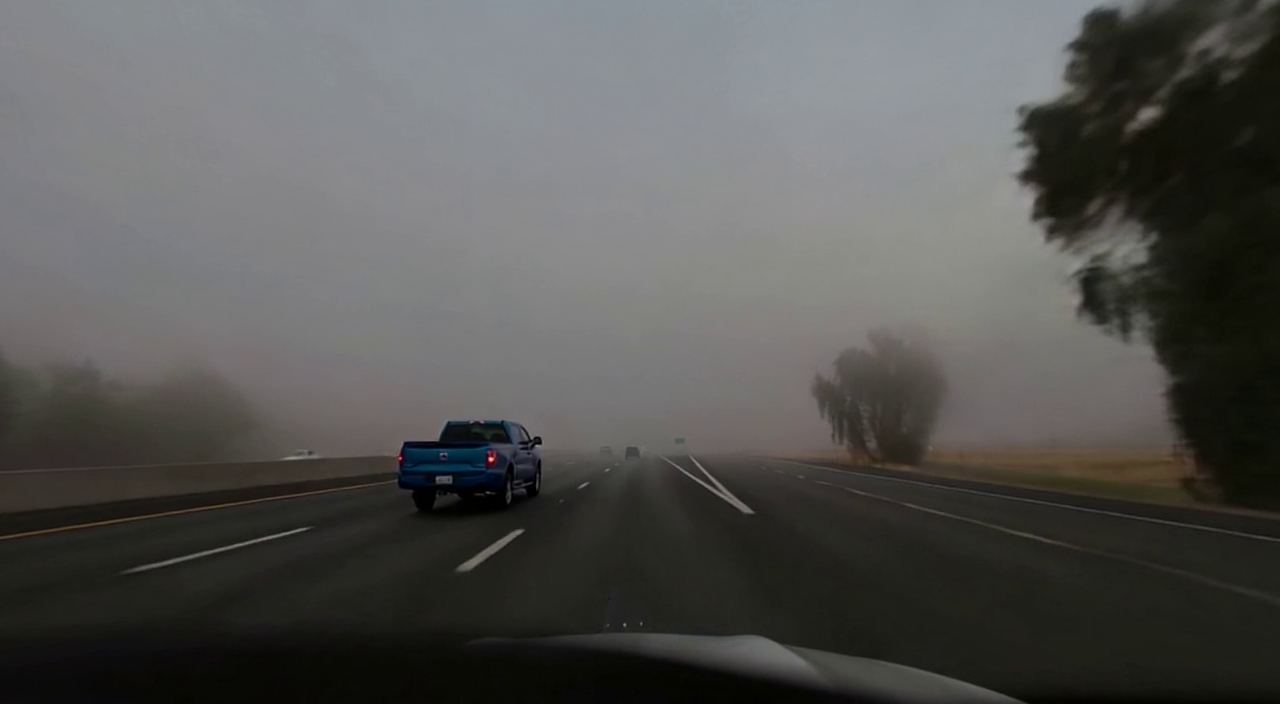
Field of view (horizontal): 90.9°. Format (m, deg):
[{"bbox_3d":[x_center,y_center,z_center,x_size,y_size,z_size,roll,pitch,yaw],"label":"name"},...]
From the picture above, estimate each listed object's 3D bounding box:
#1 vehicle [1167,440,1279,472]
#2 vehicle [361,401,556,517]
[{"bbox_3d":[45.095,7.996,48.765,3.014,2.325,6.479,0,-9,0],"label":"vehicle"},{"bbox_3d":[-3.686,2.372,14.478,2.601,2.084,6.068,0,-8,0],"label":"vehicle"}]
